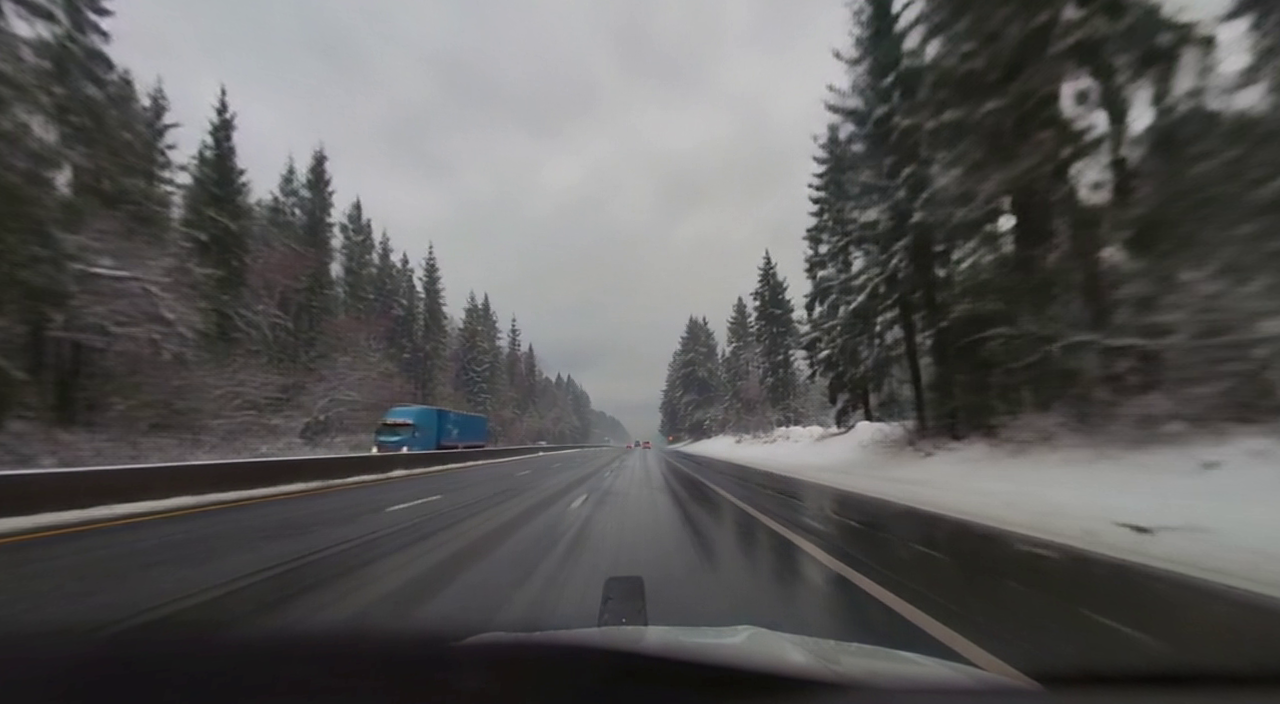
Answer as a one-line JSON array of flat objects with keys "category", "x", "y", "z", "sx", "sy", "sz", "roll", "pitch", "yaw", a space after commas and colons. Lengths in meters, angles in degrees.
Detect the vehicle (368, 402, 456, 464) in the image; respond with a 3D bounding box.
[{"category": "vehicle", "x": -17.106, "y": 6.224, "z": 48.112, "sx": 3.317, "sy": 4.278, "sz": 8.478, "roll": 0, "pitch": -8, "yaw": 1}]
